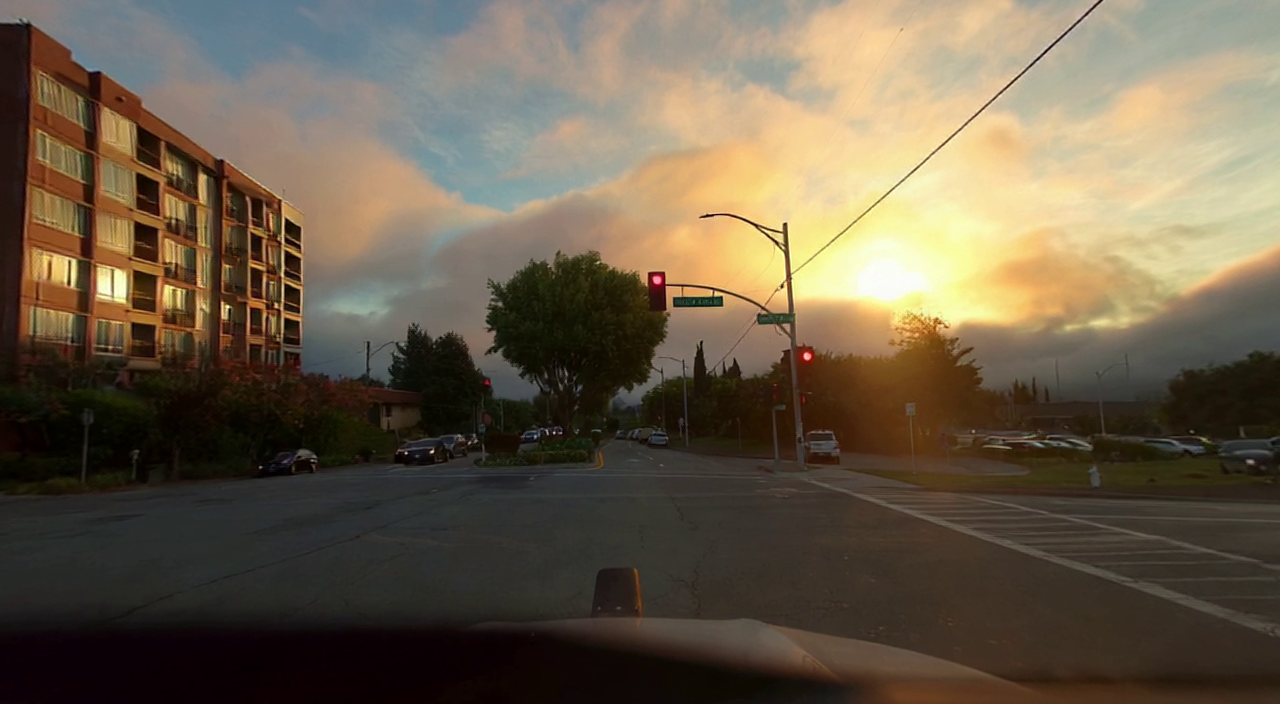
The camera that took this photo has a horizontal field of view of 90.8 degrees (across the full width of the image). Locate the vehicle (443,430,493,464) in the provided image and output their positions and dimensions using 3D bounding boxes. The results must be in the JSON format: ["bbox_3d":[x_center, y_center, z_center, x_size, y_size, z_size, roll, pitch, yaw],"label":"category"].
[{"bbox_3d":[-9.771,5.453,36.172,1.910,1.818,4.057,0,-9,-3],"label":"vehicle"}]

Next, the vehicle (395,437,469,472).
[{"bbox_3d":[-9.664,4.798,29.781,2.116,1.521,4.294,0,-9,-1],"label":"vehicle"}]

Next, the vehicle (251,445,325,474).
[{"bbox_3d":[-21.093,6.452,38.095,1.981,1.628,4.336,0,-9,-1],"label":"vehicle"}]
